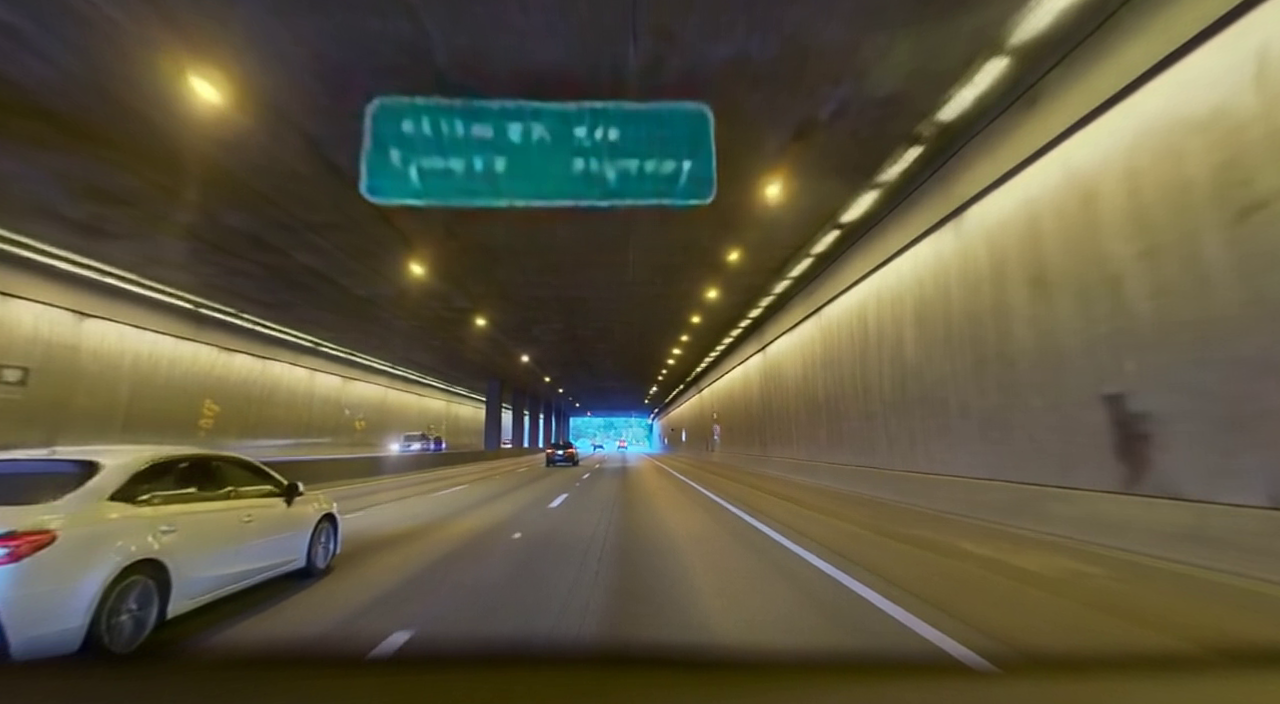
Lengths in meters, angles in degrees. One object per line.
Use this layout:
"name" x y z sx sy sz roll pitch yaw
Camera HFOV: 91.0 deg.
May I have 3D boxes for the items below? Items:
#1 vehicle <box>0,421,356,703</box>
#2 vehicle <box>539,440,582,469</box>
"vehicle" -3.984 1.275 4.520 1.885 1.424 4.230 -1 -8 1
"vehicle" -4.393 5.717 35.350 1.973 1.474 4.199 0 -8 -1
